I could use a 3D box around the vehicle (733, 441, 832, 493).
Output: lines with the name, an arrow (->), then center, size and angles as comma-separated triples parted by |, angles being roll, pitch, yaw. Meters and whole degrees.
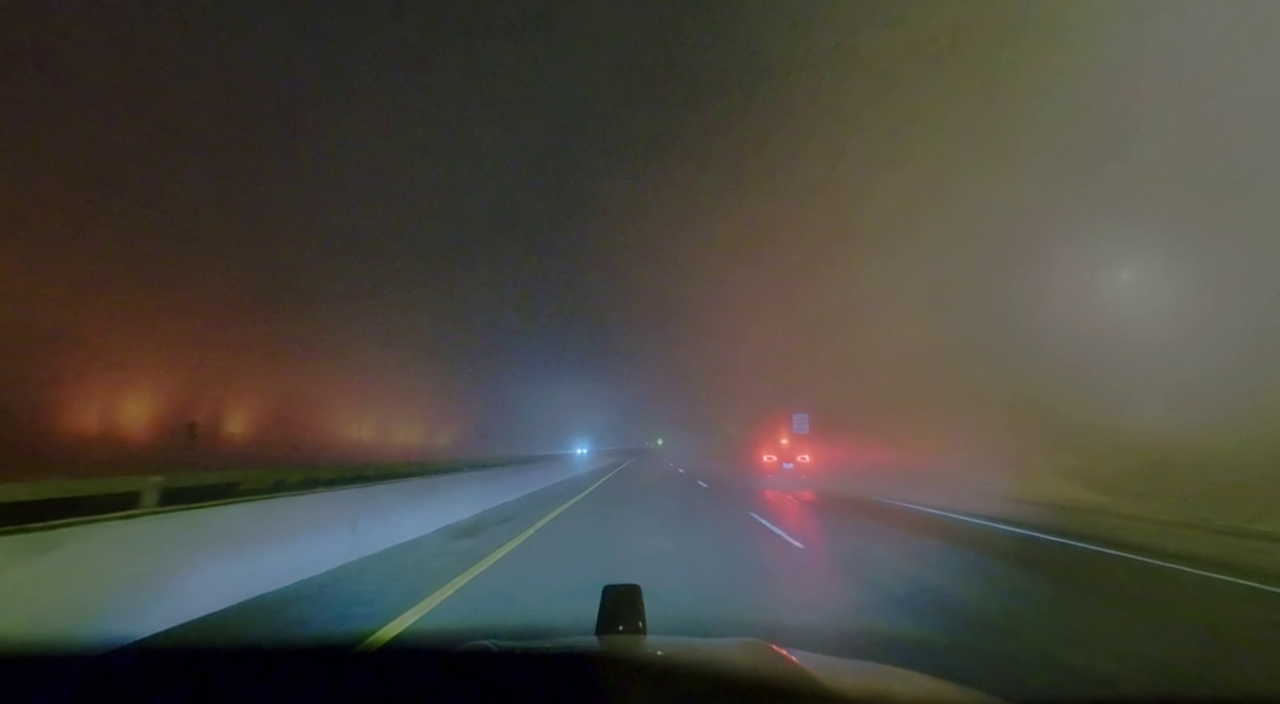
vehicle -> 4.269, 3.506, 19.616 | 2.124, 1.405, 4.398 | 0, -8, 1
